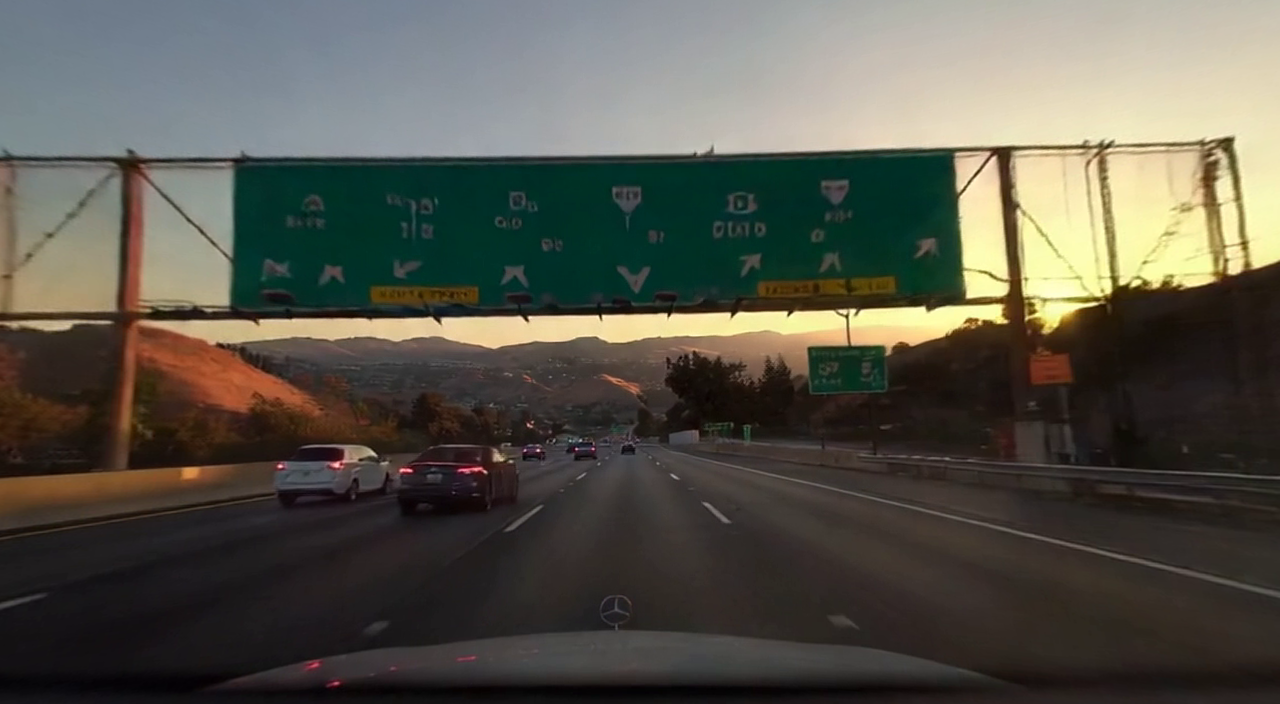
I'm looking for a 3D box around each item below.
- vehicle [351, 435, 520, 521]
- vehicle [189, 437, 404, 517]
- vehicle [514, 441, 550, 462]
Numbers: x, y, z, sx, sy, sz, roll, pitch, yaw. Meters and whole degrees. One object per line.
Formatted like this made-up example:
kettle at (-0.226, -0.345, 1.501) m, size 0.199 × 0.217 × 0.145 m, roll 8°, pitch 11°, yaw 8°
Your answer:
vehicle at (-4.080, 2.558, 13.534) m, size 2.044 × 1.479 × 4.745 m, roll -1°, pitch -8°, yaw 0°
vehicle at (-7.476, 2.734, 14.456) m, size 2.264 × 1.492 × 4.748 m, roll -1°, pitch -8°, yaw 0°
vehicle at (-8.262, 7.634, 48.558) m, size 1.924 × 1.519 × 4.791 m, roll 0°, pitch -8°, yaw 0°
